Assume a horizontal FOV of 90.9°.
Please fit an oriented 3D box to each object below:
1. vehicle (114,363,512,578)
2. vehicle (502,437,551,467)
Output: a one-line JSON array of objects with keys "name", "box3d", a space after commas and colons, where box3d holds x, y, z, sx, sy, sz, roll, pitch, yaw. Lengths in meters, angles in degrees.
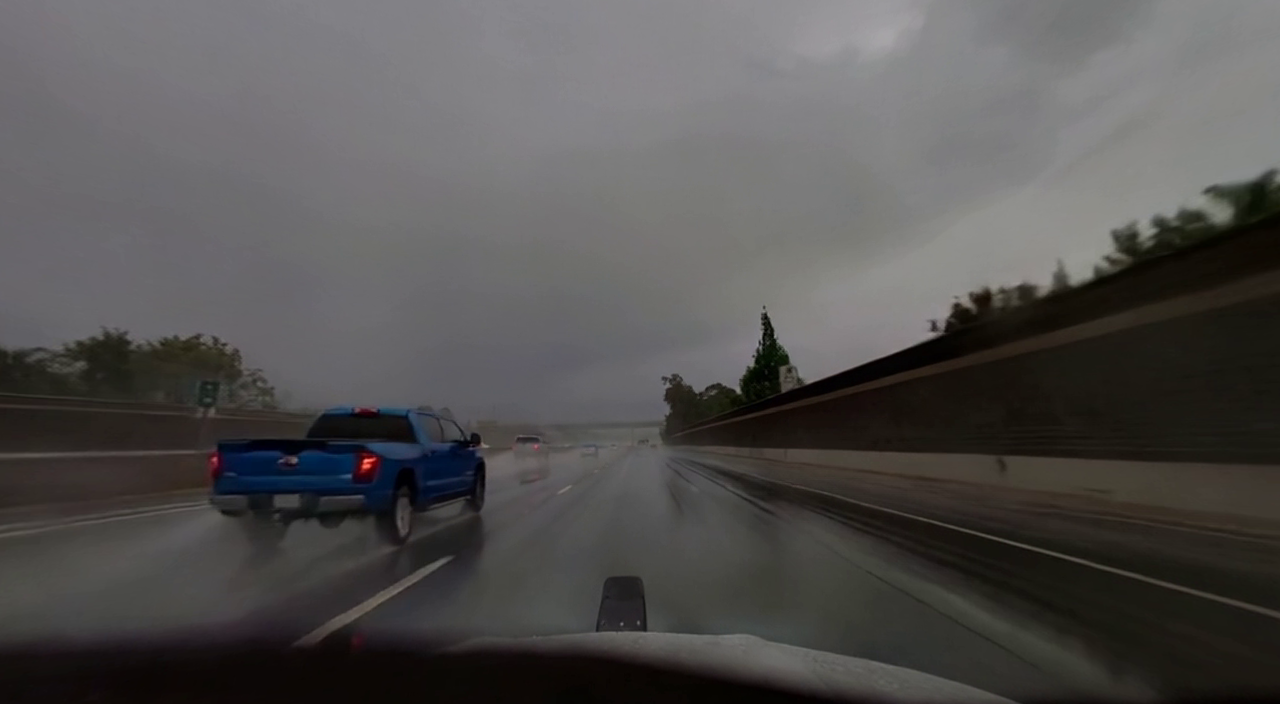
[{"name": "vehicle", "box3d": [-3.961, 1.662, 9.604, 2.604, 2.170, 6.271, 0, -8, 1]}, {"name": "vehicle", "box3d": [-7.850, 6.989, 44.283, 2.351, 1.922, 6.335, 0, -8, 0]}]
